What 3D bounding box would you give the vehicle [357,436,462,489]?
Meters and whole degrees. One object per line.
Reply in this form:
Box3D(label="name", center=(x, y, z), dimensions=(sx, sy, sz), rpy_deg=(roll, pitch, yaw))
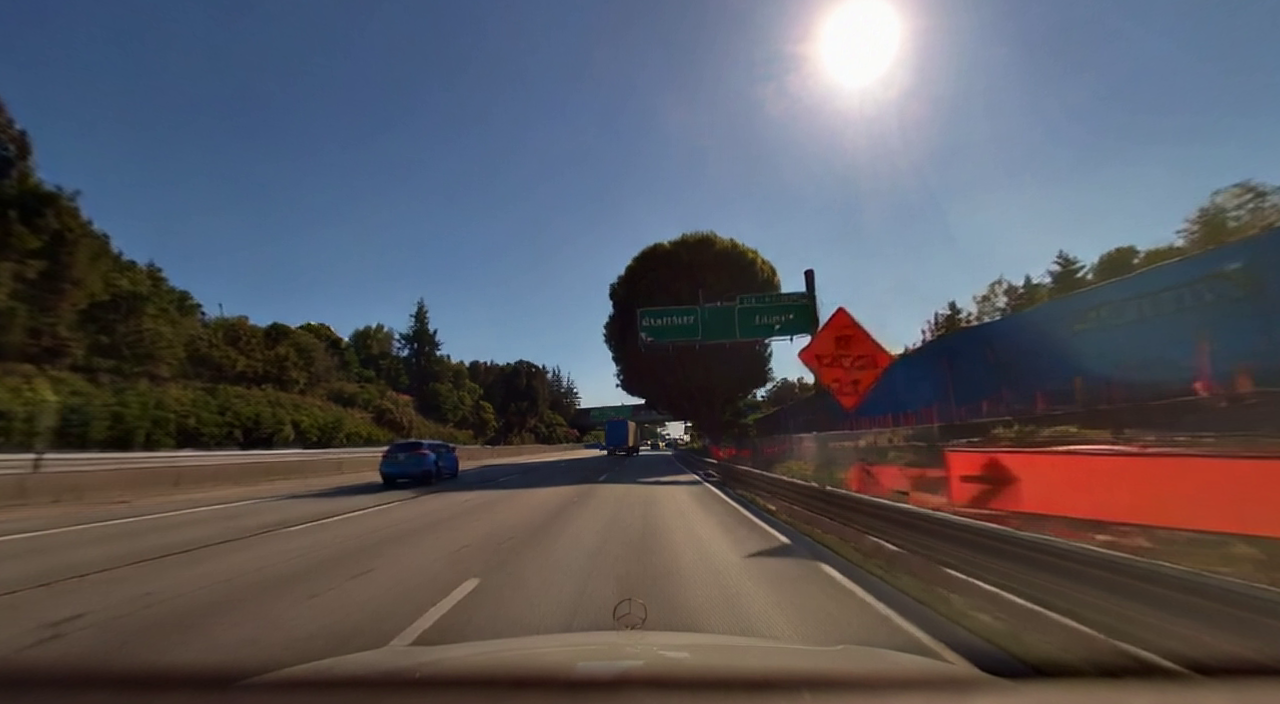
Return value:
Box3D(label="vehicle", center=(-7.446, 3.631, 20.860), dimensions=(1.893, 1.566, 4.051), rpy_deg=(0, -9, 1))
